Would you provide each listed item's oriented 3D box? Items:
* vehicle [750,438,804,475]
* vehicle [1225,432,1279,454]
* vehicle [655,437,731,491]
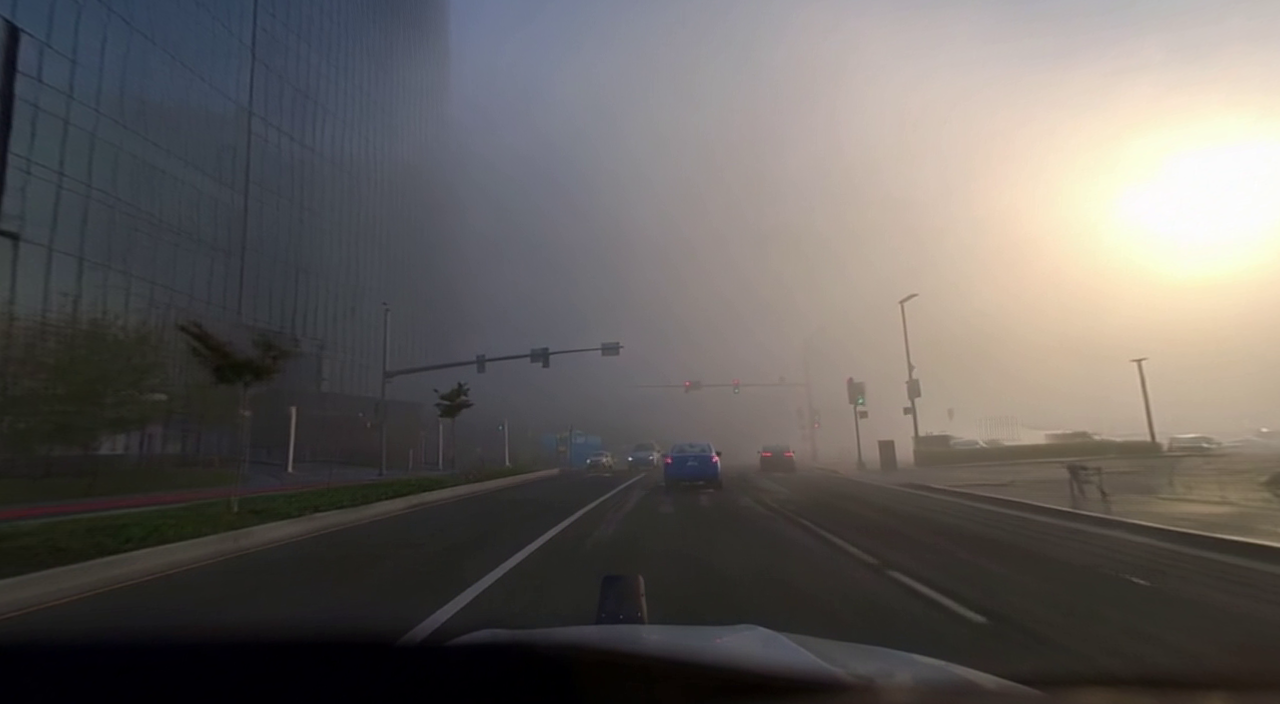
[{"bbox_3d":[6.011,4.630,28.042,1.916,1.492,3.911,-1,-9,6],"label":"vehicle"},{"bbox_3d":[46.838,6.800,47.143,3.905,1.481,1.767,-5,-11,12],"label":"vehicle"},{"bbox_3d":[1.648,3.470,19.804,2.127,1.497,4.020,-1,-9,5],"label":"vehicle"}]
